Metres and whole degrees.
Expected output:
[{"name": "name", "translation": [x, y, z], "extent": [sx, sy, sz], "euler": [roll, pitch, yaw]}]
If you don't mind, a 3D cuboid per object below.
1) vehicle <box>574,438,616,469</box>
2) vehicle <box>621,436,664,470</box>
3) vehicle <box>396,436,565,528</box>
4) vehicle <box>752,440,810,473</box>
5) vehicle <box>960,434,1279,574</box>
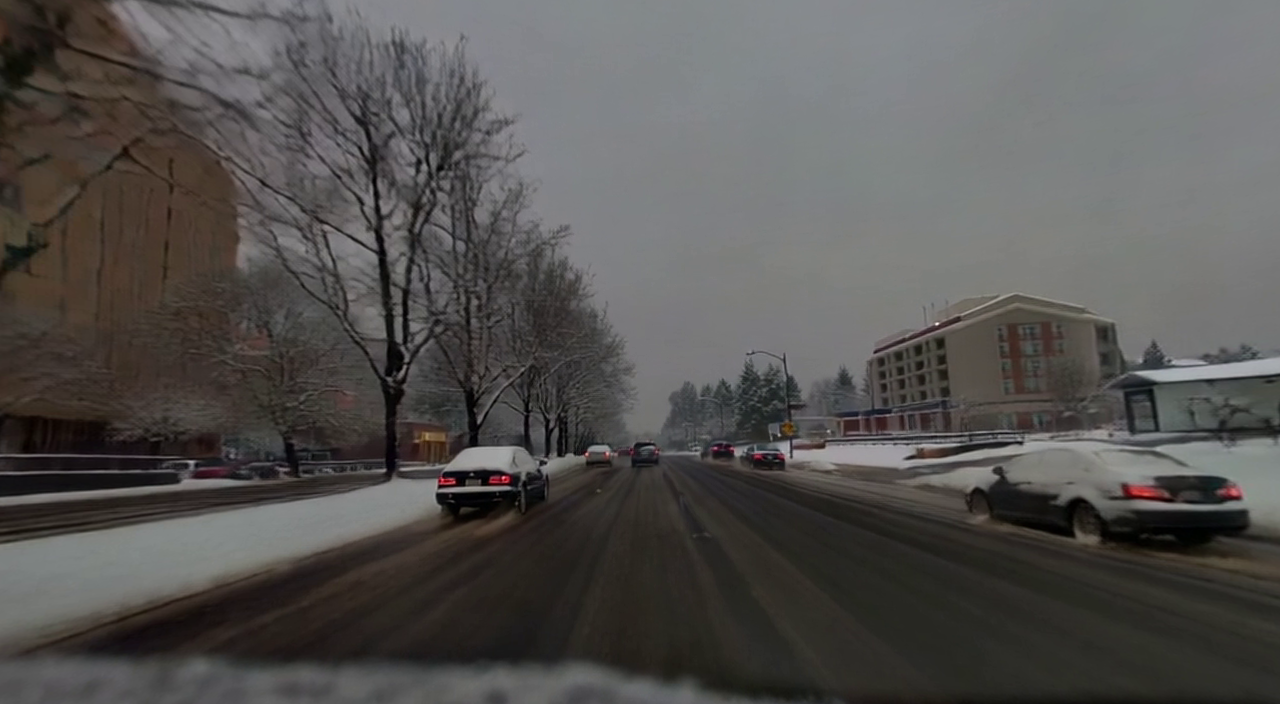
[{"name": "vehicle", "translation": [-2.747, 6.294, 39.449], "extent": [2.117, 1.799, 4.442], "euler": [-1, -8, 2]}, {"name": "vehicle", "translation": [0.188, 5.733, 35.890], "extent": [2.304, 1.795, 4.526], "euler": [-1, -8, 1]}, {"name": "vehicle", "translation": [-2.875, 2.453, 12.547], "extent": [2.095, 1.486, 4.411], "euler": [-1, -8, 2]}, {"name": "vehicle", "translation": [6.748, 5.031, 30.573], "extent": [1.884, 1.458, 4.245], "euler": [-1, -8, 1]}, {"name": "vehicle", "translation": [6.735, 1.948, 9.038], "extent": [1.865, 1.458, 4.605], "euler": [0, -8, 0]}]
